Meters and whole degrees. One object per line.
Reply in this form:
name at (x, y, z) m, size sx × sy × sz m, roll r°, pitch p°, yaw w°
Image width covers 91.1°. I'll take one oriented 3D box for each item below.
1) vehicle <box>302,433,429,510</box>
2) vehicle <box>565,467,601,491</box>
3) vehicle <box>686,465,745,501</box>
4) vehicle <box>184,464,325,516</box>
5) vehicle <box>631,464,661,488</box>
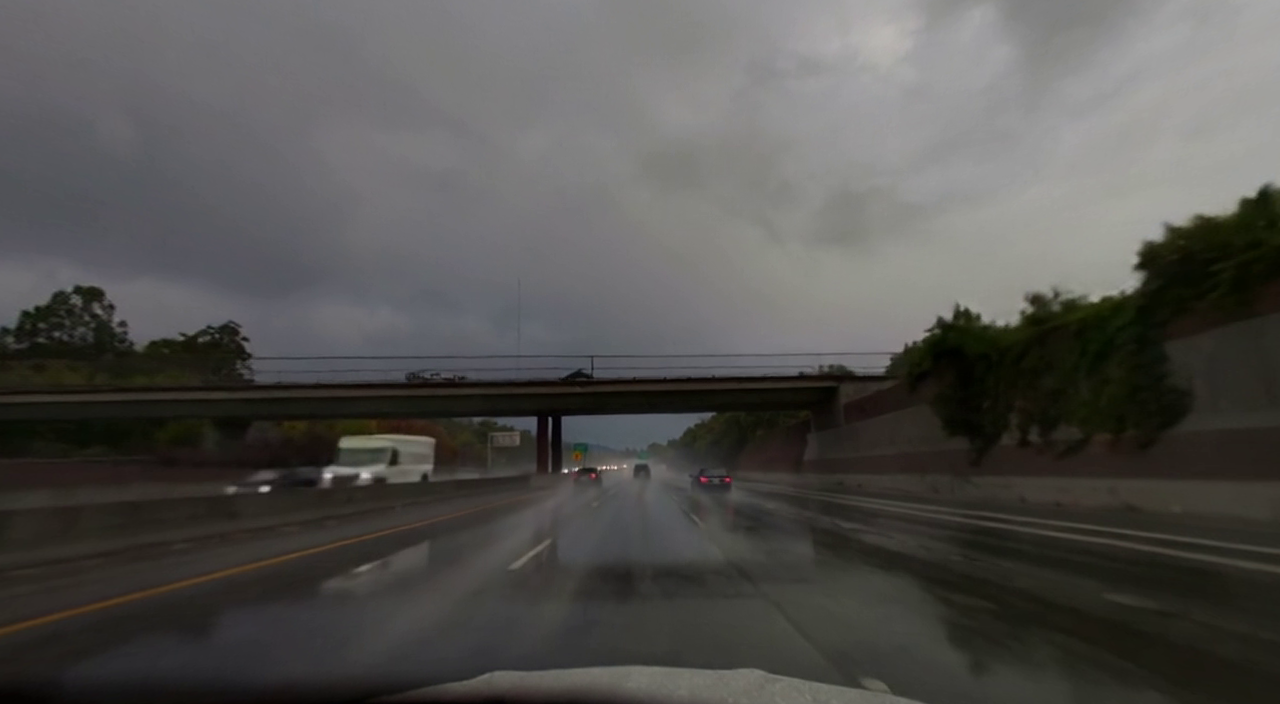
vehicle at (-10.091, 4.486, 23.727) m, size 2.253 × 2.507 × 5.478 m, roll 0°, pitch -11°, yaw 0°
vehicle at (-3.698, 8.342, 41.485) m, size 1.975 × 1.486 × 3.903 m, roll 0°, pitch -10°, yaw 0°
vehicle at (3.402, 6.063, 29.245) m, size 2.092 × 1.518 × 4.348 m, roll 1°, pitch -10°, yaw -2°
vehicle at (-13.377, 4.808, 22.211) m, size 2.033 × 1.615 × 4.542 m, roll 0°, pitch -10°, yaw 0°
vehicle at (0.445, 9.362, 47.476) m, size 2.181 × 1.698 × 4.056 m, roll 0°, pitch -10°, yaw 0°
